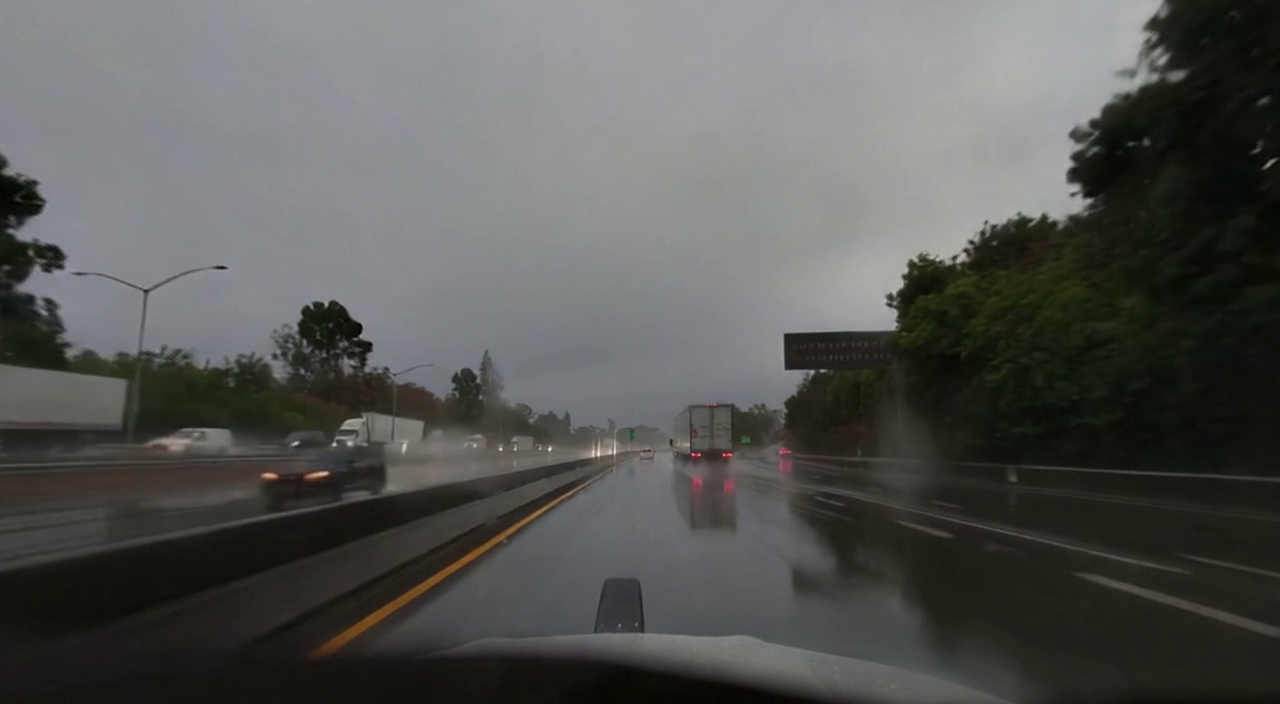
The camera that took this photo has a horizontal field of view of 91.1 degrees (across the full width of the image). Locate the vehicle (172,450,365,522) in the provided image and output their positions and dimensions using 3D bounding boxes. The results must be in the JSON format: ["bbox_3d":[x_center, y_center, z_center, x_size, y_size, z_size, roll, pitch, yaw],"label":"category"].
[{"bbox_3d":[-8.610,3.102,15.167,1.867,1.438,4.553,0,-9,0],"label":"vehicle"}]

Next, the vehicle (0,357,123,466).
[{"bbox_3d":[-26.128,2.052,22.649,2.942,4.127,14.124,0,-9,0],"label":"vehicle"}]

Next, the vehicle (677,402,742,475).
[{"bbox_3d":[4.356,5.921,42.414,3.185,4.154,12.638,-1,-9,1],"label":"vehicle"}]
